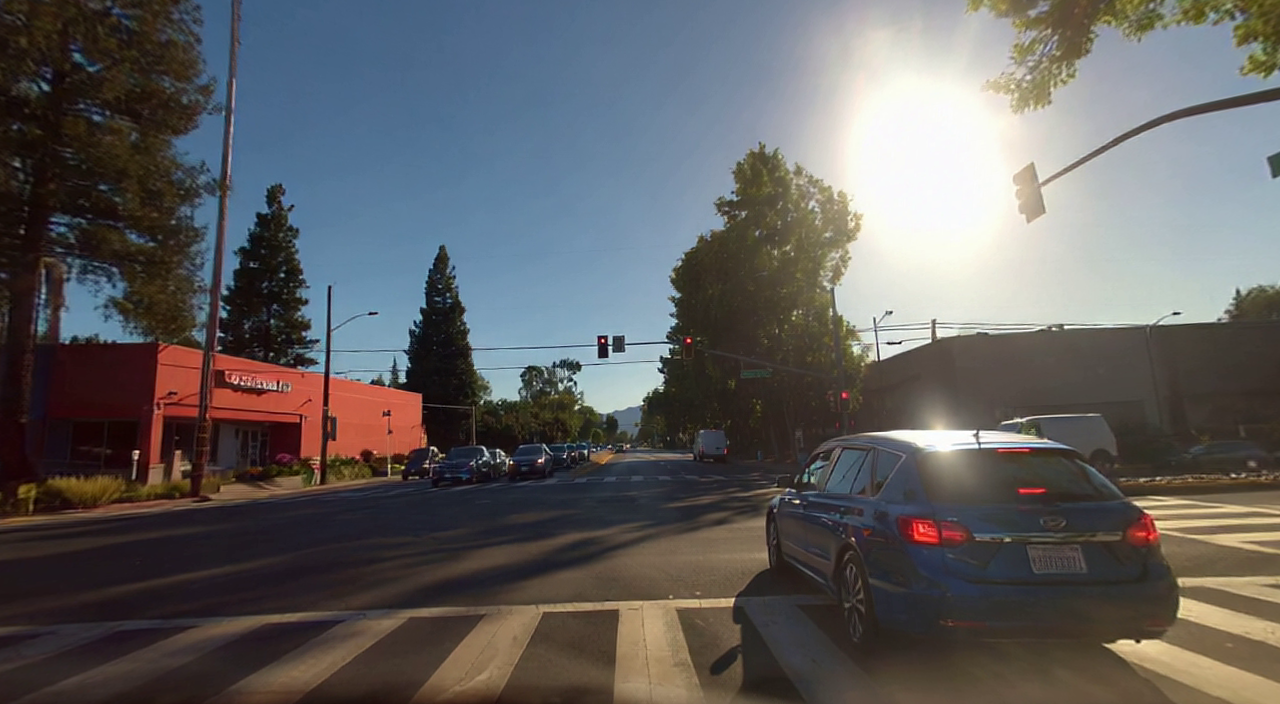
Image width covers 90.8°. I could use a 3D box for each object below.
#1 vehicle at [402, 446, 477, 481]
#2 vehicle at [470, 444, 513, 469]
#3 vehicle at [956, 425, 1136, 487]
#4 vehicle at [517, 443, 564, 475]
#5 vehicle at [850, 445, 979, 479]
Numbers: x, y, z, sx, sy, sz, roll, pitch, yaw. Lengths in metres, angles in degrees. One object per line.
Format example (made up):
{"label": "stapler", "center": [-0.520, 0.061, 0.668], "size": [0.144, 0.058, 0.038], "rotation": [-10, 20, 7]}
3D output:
{"label": "vehicle", "center": [-9.010, 5.026, 28.794], "size": [2.024, 1.460, 4.381], "rotation": [0, -9, 0]}
{"label": "vehicle", "center": [-9.022, 6.382, 38.757], "size": [1.779, 1.460, 4.463], "rotation": [0, -9, -3]}
{"label": "vehicle", "center": [14.829, 3.765, 23.124], "size": [5.910, 2.046, 2.228], "rotation": [3, -9, -19]}
{"label": "vehicle", "center": [-4.736, 5.142, 30.610], "size": [1.846, 1.416, 4.228], "rotation": [0, -9, -4]}
{"label": "vehicle", "center": [12.101, 4.881, 28.135], "size": [4.828, 1.453, 1.919], "rotation": [0, -9, 1]}
